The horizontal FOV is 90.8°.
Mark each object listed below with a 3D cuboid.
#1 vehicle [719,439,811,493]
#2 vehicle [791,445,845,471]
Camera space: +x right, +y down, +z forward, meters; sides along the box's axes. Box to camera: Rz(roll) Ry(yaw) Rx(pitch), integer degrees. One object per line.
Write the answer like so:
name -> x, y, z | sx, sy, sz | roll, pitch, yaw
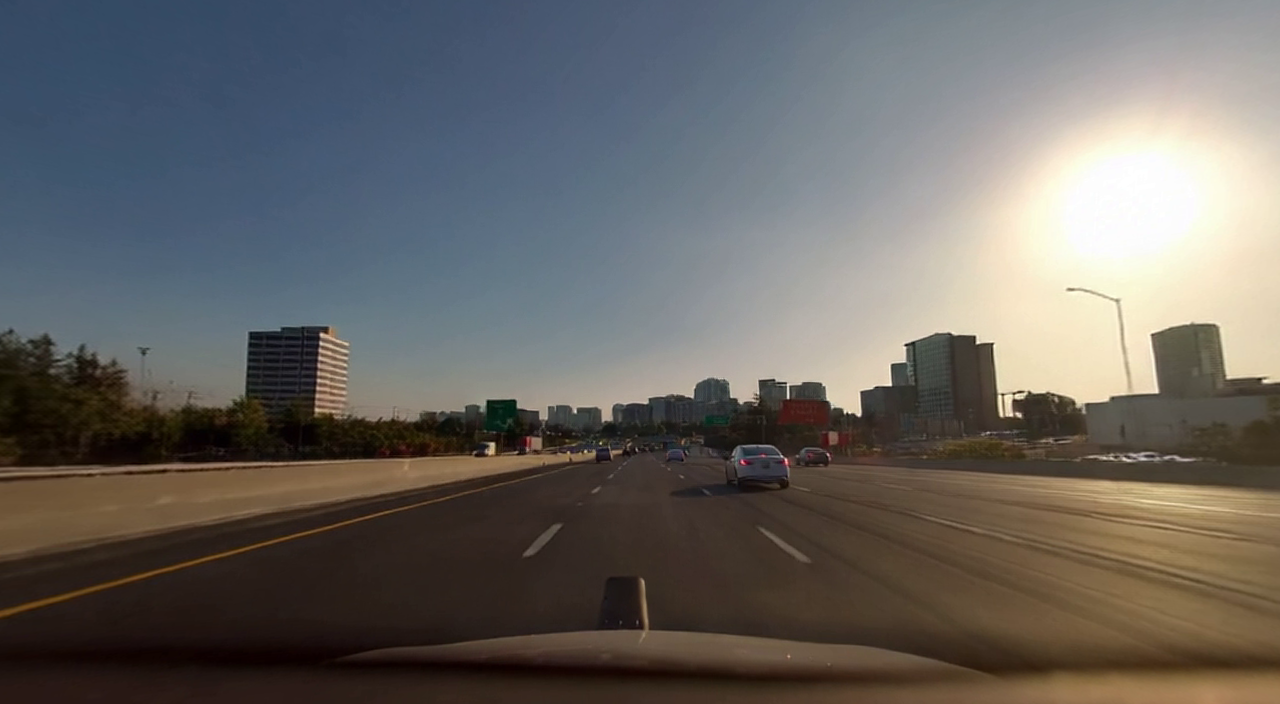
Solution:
vehicle -> 3.812, 3.549, 20.000 | 1.961, 1.504, 4.094 | 0, -8, -1
vehicle -> 11.045, 6.583, 39.427 | 2.019, 1.529, 4.385 | 0, -8, -1
